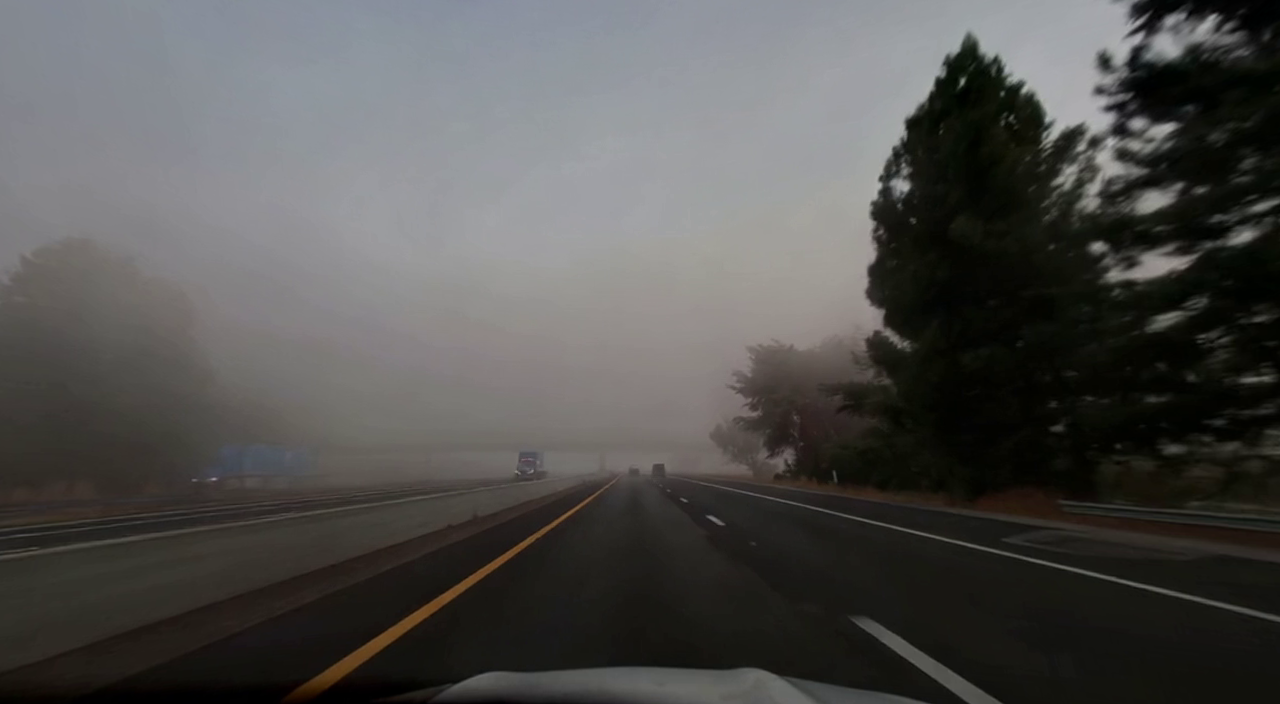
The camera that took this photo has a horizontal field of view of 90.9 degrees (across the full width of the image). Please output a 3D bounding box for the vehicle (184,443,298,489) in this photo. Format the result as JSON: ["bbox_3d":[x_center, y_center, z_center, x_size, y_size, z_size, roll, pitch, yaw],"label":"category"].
[{"bbox_3d":[-30.912,8.958,49.460,2.837,3.196,9.119,1,-10,1],"label":"vehicle"}]
